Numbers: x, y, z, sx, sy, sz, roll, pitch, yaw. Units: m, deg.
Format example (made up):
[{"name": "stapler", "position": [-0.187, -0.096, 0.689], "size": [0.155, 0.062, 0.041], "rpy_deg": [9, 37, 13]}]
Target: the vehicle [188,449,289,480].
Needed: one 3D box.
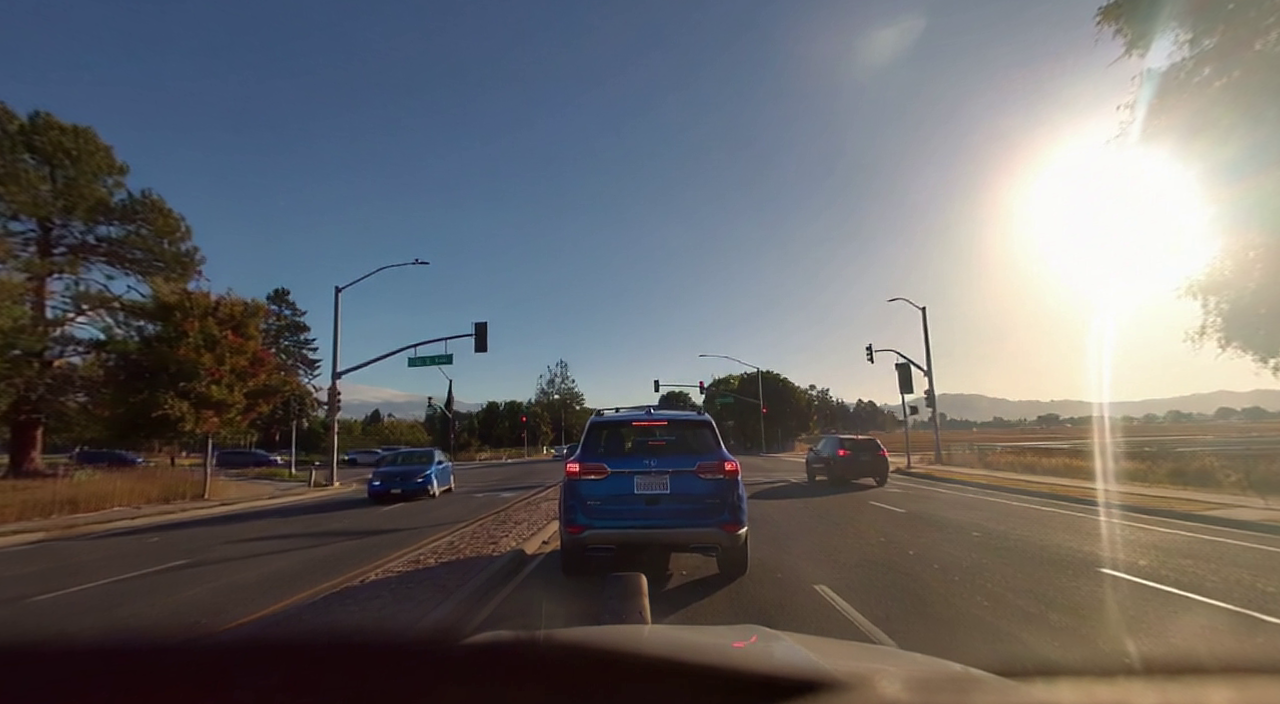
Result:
[{"name": "vehicle", "position": [-23.381, 6.535, 36.804], "size": [4.608, 1.680, 2.026], "rpy_deg": [-1, -8, 8]}]

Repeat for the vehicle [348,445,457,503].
[{"name": "vehicle", "position": [-7.020, 3.601, 19.222], "size": [2.425, 1.480, 4.707], "rpy_deg": [2, -9, -12]}]

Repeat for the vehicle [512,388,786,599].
[{"name": "vehicle", "position": [0.065, 1.491, 7.465], "size": [2.298, 1.770, 4.138], "rpy_deg": [0, -8, 0]}]

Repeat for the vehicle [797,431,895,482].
[{"name": "vehicle", "position": [7.138, 3.669, 22.401], "size": [2.012, 1.636, 4.352], "rpy_deg": [0, -8, 0]}]

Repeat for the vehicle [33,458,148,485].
[{"name": "vehicle", "position": [-31.679, 6.880, 36.446], "size": [4.559, 1.458, 2.265], "rpy_deg": [0, -8, 1]}]
